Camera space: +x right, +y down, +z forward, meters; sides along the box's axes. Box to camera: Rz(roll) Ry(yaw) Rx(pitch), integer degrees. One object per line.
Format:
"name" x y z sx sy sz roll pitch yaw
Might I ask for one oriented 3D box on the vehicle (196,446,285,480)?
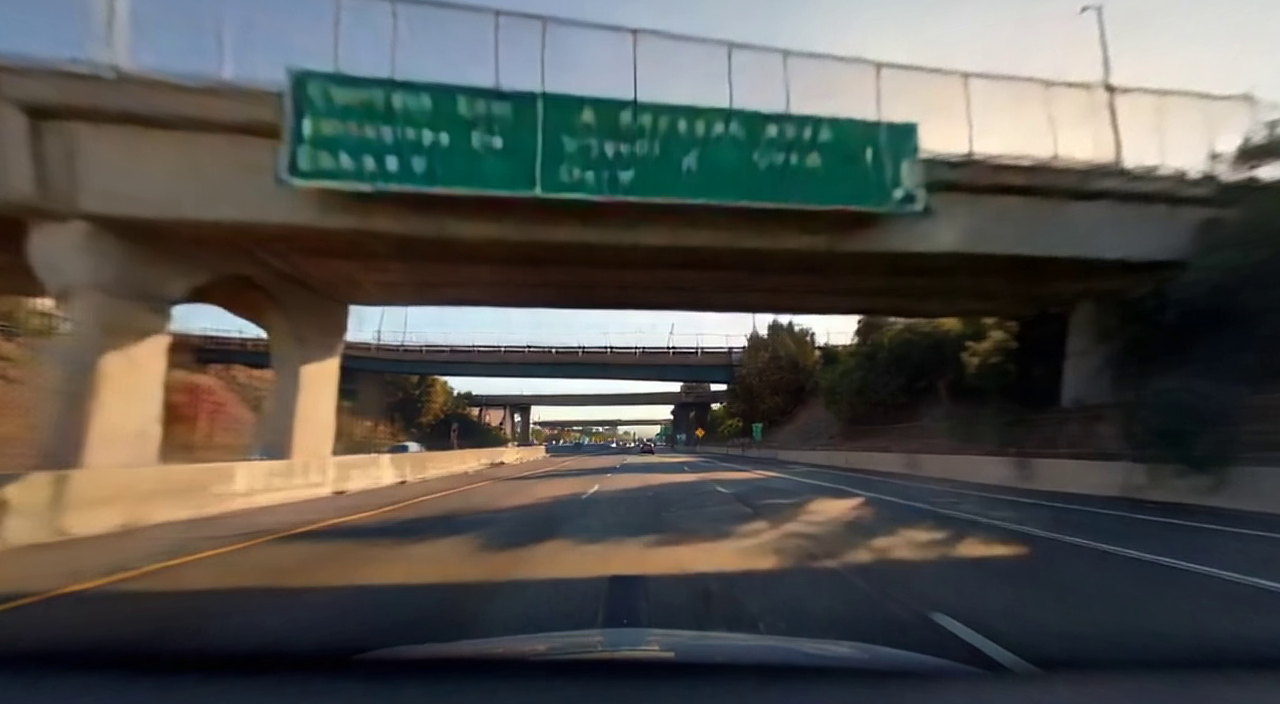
"vehicle" -21.209 5.870 33.723 1.873 1.666 4.269 0 -8 0

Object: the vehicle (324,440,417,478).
"vehicle" -11.674 4.639 27.650 2.119 1.544 4.304 0 -8 1
